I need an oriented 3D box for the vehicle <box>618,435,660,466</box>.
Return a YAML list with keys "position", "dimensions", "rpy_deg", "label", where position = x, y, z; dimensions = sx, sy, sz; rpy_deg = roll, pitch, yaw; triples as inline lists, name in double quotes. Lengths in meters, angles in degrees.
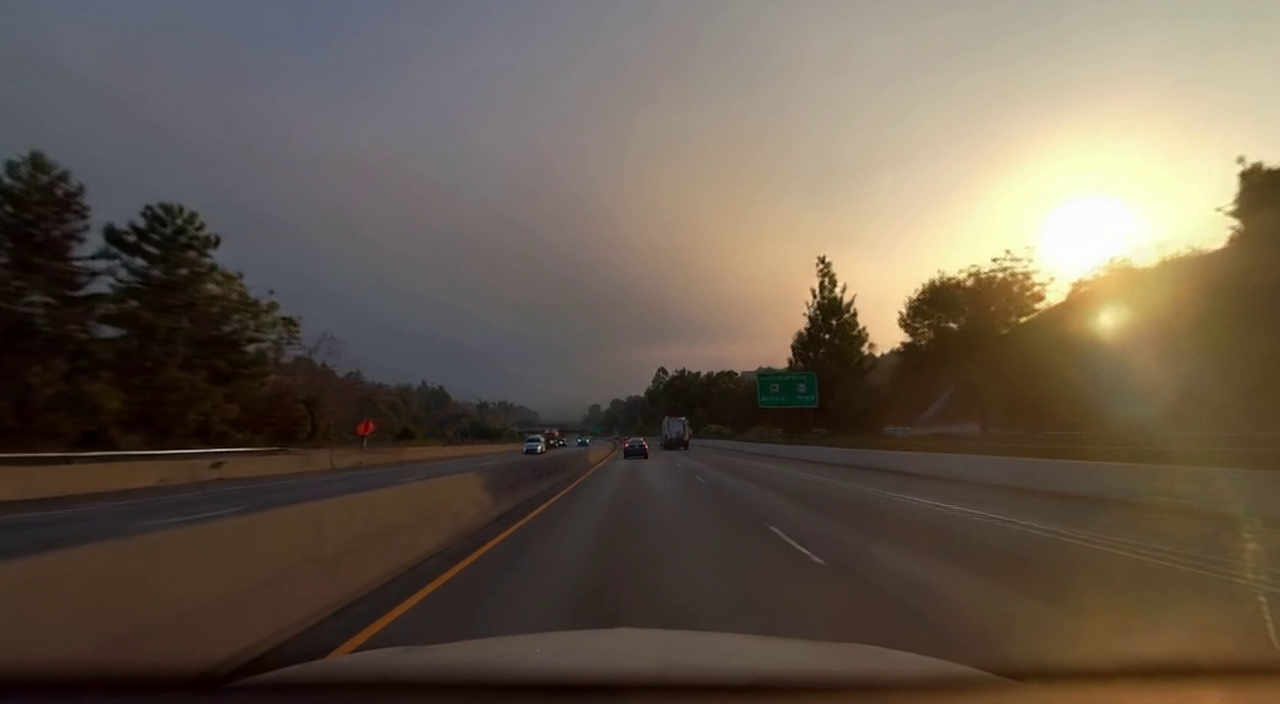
- position: [-0.047, 5.006, 32.180]
  dimensions: [2.004, 1.472, 4.075]
  rpy_deg: [0, -8, 0]
  label: "vehicle"
